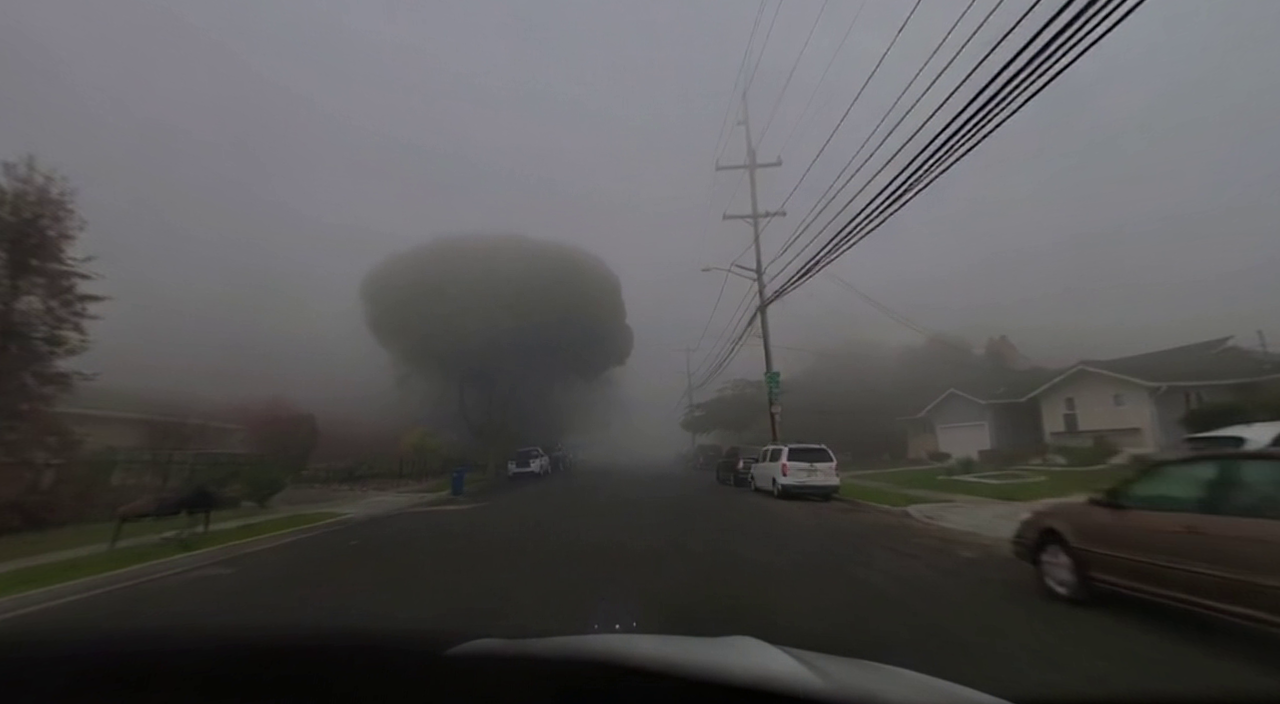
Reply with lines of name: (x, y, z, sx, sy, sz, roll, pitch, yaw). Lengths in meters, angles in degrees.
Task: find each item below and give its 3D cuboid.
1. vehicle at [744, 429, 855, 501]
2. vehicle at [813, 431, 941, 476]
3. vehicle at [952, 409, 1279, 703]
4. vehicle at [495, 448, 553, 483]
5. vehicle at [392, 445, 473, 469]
vehicle: (4.556, 3.299, 18.838, 2.086, 1.885, 4.323, 0, -8, -1)
vehicle: (10.717, 4.637, 28.911, 4.989, 1.840, 2.096, -1, -9, 2)
vehicle: (4.377, 1.198, 4.030, 1.998, 1.573, 5.318, 0, -8, -1)
vehicle: (-5.415, 5.338, 29.974, 2.031, 1.468, 4.165, -2, -9, 0)
vehicle: (-13.152, 6.680, 40.254, 4.556, 1.510, 1.843, 0, -9, -2)
